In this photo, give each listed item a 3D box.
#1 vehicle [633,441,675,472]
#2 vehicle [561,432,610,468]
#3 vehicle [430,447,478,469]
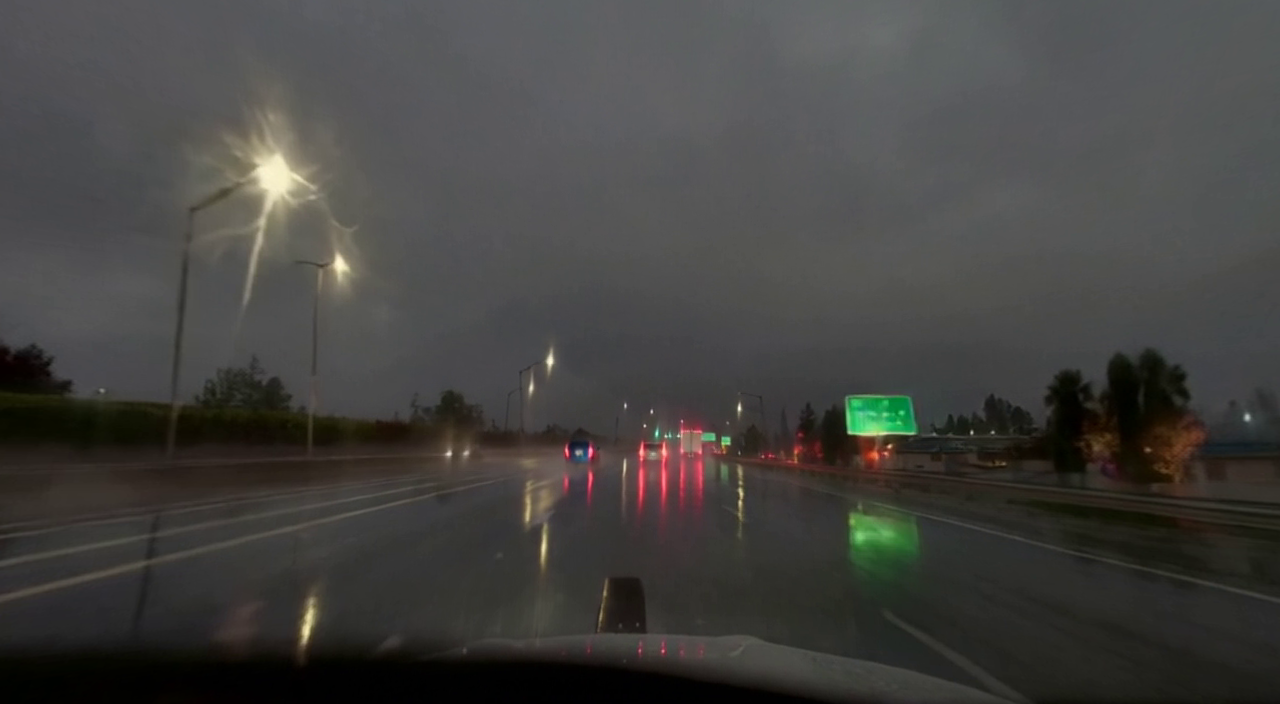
[{"bbox_3d":[0.749,5.599,33.851,2.086,1.548,4.325,0,-9,1],"label":"vehicle"},{"bbox_3d":[-3.060,5.666,36.556,2.264,1.901,4.647,0,-9,2],"label":"vehicle"},{"bbox_3d":[-13.496,7.667,45.885,1.911,1.499,4.586,-1,-9,3],"label":"vehicle"}]
